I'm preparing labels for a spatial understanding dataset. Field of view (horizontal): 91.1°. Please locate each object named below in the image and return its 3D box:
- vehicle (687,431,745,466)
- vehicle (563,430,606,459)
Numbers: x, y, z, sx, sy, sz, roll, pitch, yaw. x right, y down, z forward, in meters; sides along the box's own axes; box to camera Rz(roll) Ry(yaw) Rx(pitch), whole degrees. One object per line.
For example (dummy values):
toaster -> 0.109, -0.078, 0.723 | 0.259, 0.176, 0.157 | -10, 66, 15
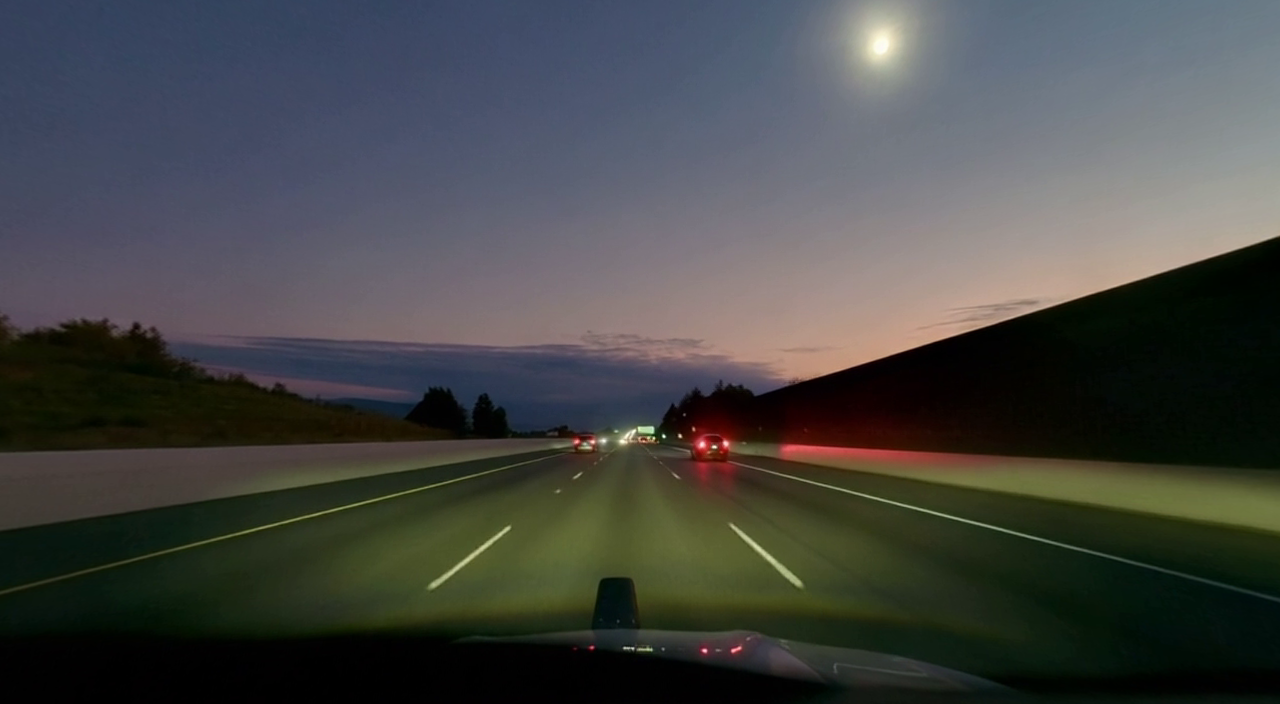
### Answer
vehicle -> 3.533, 4.572, 29.964 | 2.077, 1.523, 4.539 | 0, -8, -2
vehicle -> -3.383, 5.722, 39.008 | 2.219, 1.660, 4.153 | 0, -8, 1
